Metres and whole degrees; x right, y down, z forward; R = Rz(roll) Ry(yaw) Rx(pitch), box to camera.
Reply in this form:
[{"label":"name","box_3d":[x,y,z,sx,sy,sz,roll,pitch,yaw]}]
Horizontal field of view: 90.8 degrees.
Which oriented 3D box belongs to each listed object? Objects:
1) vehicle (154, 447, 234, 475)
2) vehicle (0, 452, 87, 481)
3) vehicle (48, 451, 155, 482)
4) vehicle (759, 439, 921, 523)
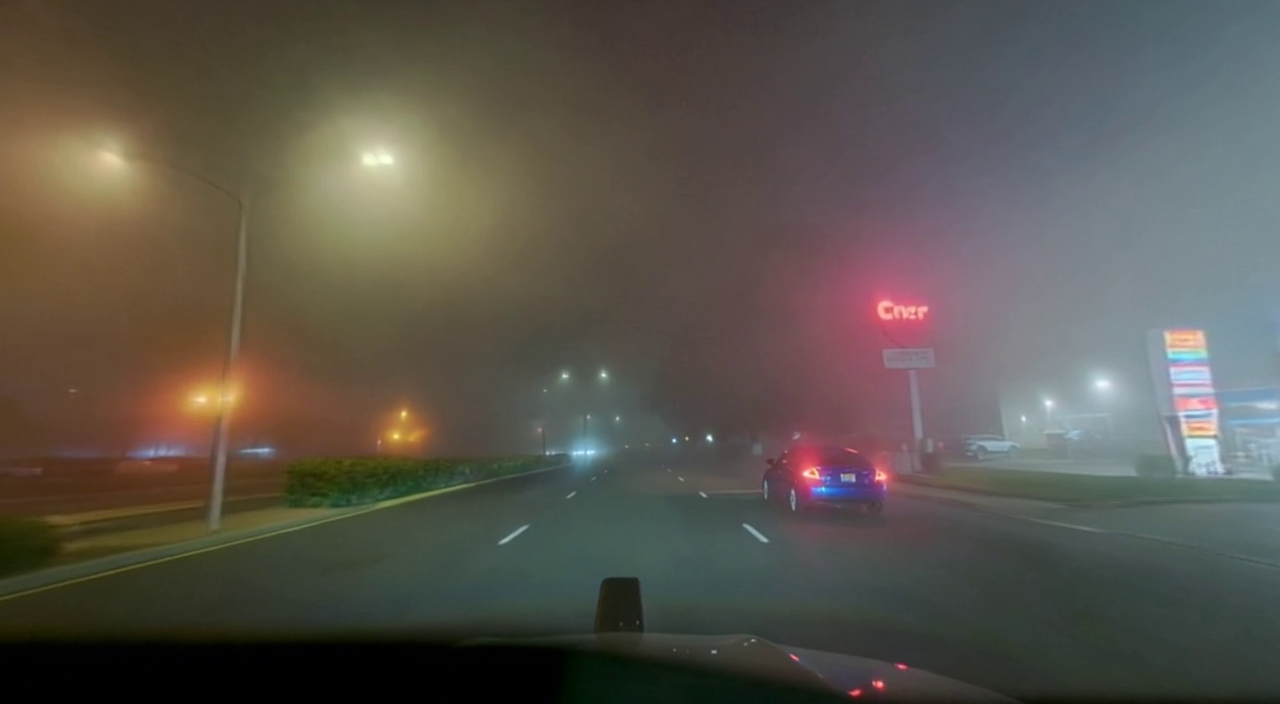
[{"label":"vehicle","box_3d":[-33.301,8.146,47.376,2.216,1.965,5.147,0,-9,0]},{"label":"vehicle","box_3d":[-37.413,7.111,39.372,2.052,1.645,4.225,0,-9,-2]},{"label":"vehicle","box_3d":[-33.439,7.093,39.451,2.347,1.610,4.867,-1,-8,1]},{"label":"vehicle","box_3d":[3.897,2.576,13.197,1.978,1.442,4.262,0,-8,0]}]
